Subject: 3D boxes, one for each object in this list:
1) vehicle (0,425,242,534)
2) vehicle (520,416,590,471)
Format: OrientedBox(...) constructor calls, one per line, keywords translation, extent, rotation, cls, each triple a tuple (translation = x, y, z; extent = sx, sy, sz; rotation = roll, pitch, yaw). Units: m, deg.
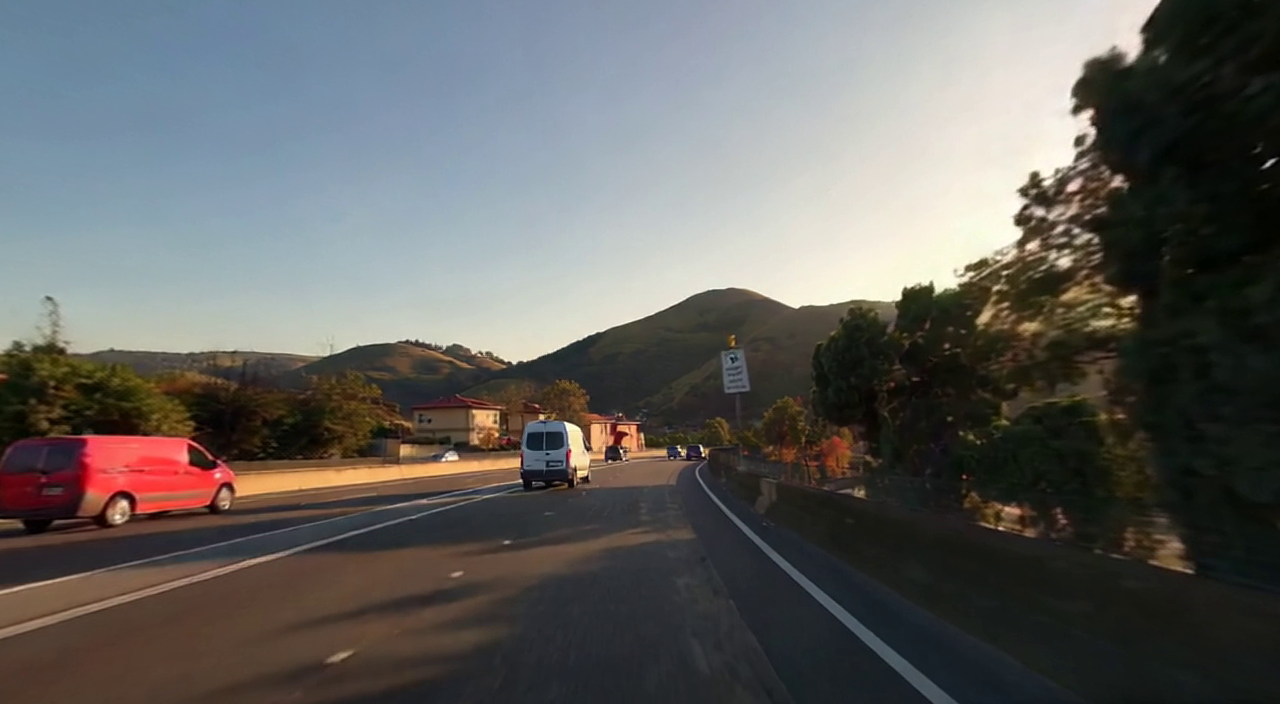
OrientedBox(translation=(-9.412, 2.125, 11.158), extent=(1.821, 1.524, 4.342), rotation=(0, -8, 1), cls="vehicle")
OrientedBox(translation=(-4.536, 5.077, 35.026), extent=(2.314, 2.703, 6.441), rotation=(-1, -8, 6), cls="vehicle")
